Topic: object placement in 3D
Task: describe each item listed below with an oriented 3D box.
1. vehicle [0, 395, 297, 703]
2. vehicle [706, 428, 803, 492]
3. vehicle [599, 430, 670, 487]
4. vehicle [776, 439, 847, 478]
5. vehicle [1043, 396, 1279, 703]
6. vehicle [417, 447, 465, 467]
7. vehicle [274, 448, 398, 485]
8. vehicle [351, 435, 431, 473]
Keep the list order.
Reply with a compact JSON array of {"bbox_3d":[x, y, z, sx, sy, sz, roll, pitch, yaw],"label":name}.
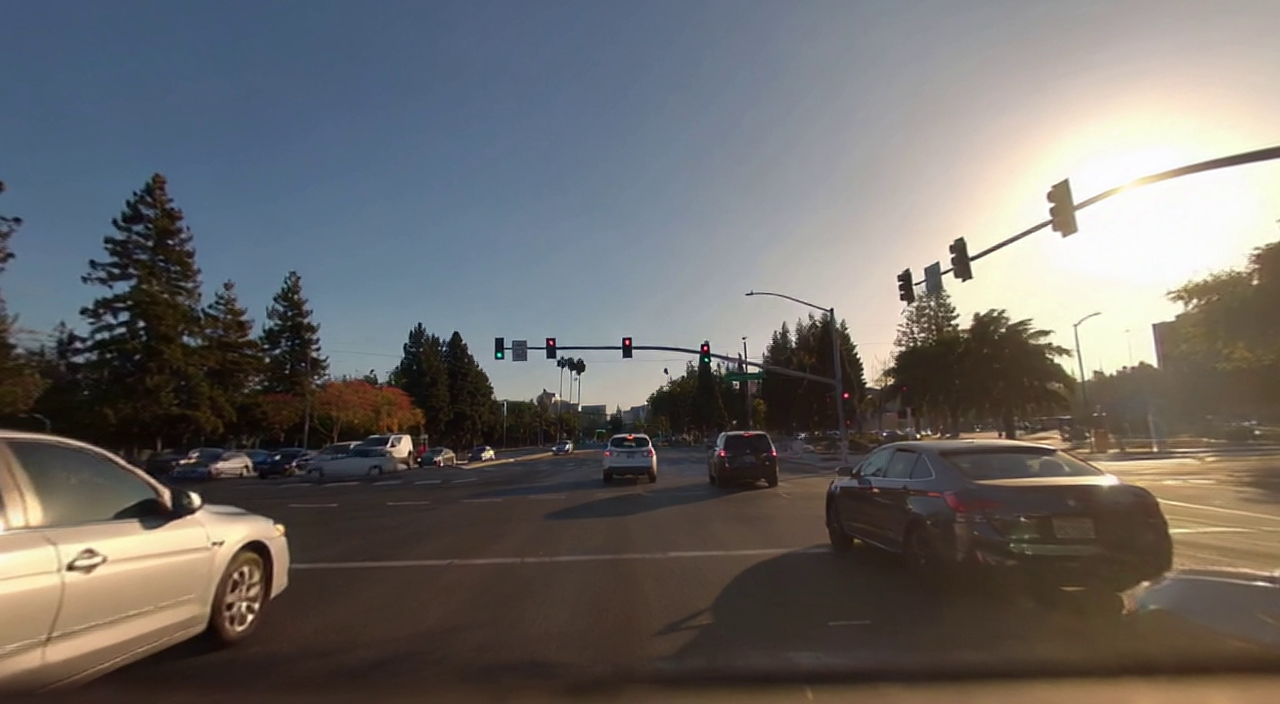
[{"bbox_3d":[-3.582,0.926,2.517,1.941,1.492,4.399,0,-8,0],"label":"vehicle"},{"bbox_3d":[3.353,3.278,19.422,2.097,1.707,4.461,0,-8,0],"label":"vehicle"},{"bbox_3d":[-0.155,3.644,21.793,2.215,1.749,3.976,0,-8,0],"label":"vehicle"},{"bbox_3d":[6.913,4.332,25.852,1.847,1.432,4.039,0,-8,1],"label":"vehicle"},{"bbox_3d":[3.068,0.732,1.062,1.960,1.460,4.233,0,-8,0],"label":"vehicle"},{"bbox_3d":[-14.083,7.437,44.929,1.926,1.325,4.162,-1,-8,2],"label":"vehicle"},{"bbox_3d":[-12.112,4.562,25.358,4.094,1.328,1.700,0,-8,-7],"label":"vehicle"},{"bbox_3d":[-13.993,5.770,35.830,2.196,1.961,5.359,0,-8,2],"label":"vehicle"}]
